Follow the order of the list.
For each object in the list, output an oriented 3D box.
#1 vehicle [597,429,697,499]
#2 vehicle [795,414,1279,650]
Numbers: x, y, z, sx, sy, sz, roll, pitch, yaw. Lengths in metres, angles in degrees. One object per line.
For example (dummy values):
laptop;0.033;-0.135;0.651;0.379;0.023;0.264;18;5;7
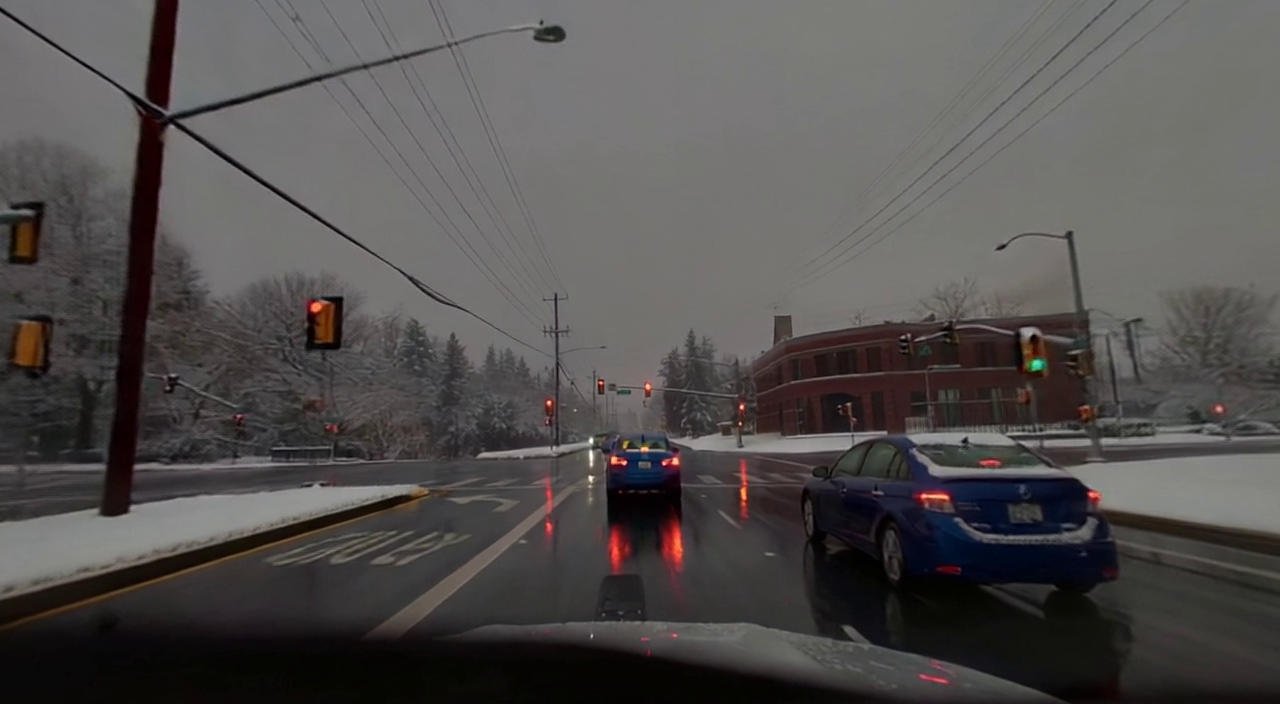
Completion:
vehicle;0.160;2.677;15.382;2.110;1.466;3.860;0;-8;0
vehicle;3.046;1.434;6.106;2.004;1.448;4.263;0;-8;0
